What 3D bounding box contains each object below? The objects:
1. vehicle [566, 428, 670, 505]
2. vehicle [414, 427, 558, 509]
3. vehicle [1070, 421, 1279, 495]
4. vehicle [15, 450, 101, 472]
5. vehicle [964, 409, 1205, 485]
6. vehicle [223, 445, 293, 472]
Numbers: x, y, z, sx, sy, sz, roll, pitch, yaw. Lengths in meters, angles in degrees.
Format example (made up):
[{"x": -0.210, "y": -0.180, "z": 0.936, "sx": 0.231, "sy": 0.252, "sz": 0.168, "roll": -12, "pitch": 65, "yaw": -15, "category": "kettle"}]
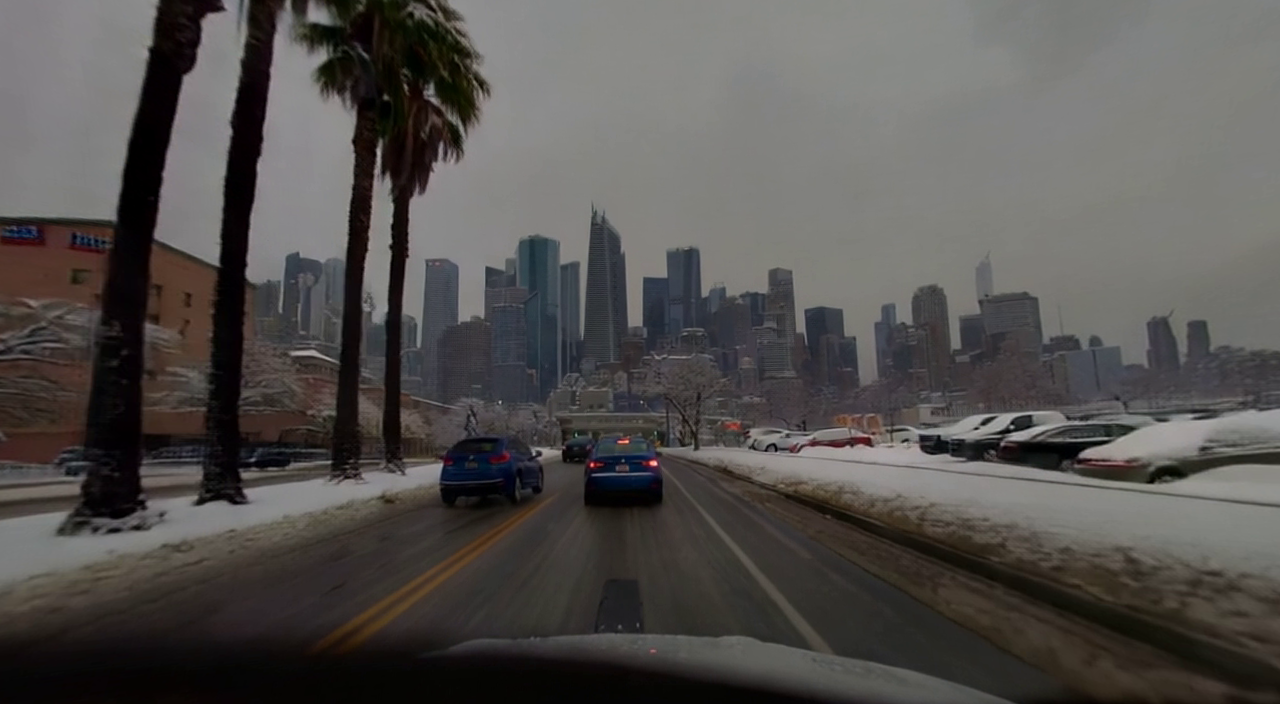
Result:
[{"x": -0.425, "y": 2.480, "z": 14.059, "sx": 2.004, "sy": 1.465, "sz": 3.713, "roll": 0, "pitch": -8, "yaw": 0, "category": "vehicle"}, {"x": -3.207, "y": 2.513, "z": 14.214, "sx": 2.071, "sy": 1.544, "sz": 4.383, "roll": 0, "pitch": -8, "yaw": 1, "category": "vehicle"}, {"x": 13.333, "y": 2.488, "z": 15.087, "sx": 4.749, "sy": 1.522, "sz": 1.905, "roll": -1, "pitch": -9, "yaw": -3, "category": "vehicle"}, {"x": -42.360, "y": 7.940, "z": 46.041, "sx": 4.309, "sy": 1.484, "sz": 1.884, "roll": 0, "pitch": -8, "yaw": -1, "category": "vehicle"}, {"x": 12.548, "y": 2.706, "z": 18.122, "sx": 5.188, "sy": 1.805, "sz": 2.228, "roll": -2, "pitch": -8, "yaw": -3, "category": "vehicle"}, {"x": -23.720, "y": 6.593, "z": 39.403, "sx": 1.819, "sy": 1.587, "sz": 3.963, "roll": 0, "pitch": -8, "yaw": 0, "category": "vehicle"}]
